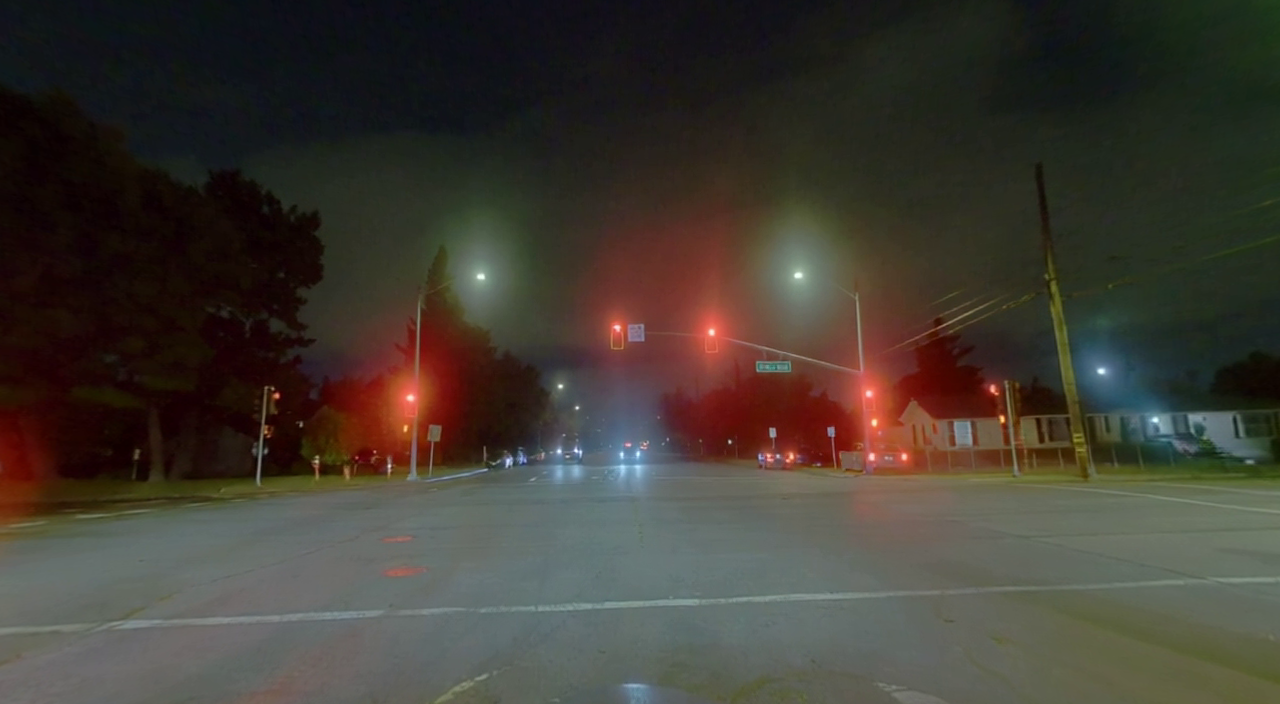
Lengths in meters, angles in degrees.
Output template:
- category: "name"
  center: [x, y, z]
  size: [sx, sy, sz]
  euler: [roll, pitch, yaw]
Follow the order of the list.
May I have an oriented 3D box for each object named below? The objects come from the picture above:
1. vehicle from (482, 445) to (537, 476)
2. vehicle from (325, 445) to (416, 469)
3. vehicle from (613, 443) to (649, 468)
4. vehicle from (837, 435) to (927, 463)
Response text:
- category: "vehicle"
  center: [-6.611, 5.531, 32.383]
  size: [1.881, 1.452, 4.121]
  euler: [0, -8, 0]
- category: "vehicle"
  center: [-16.397, 6.391, 38.599]
  size: [4.713, 1.409, 1.918]
  euler: [0, -8, -2]
- category: "vehicle"
  center: [-0.532, 6.305, 38.631]
  size: [2.105, 1.457, 4.173]
  euler: [0, -8, -1]
- category: "vehicle"
  center: [15.373, 6.180, 40.312]
  size: [4.892, 1.656, 1.856]
  euler: [0, -8, 0]
